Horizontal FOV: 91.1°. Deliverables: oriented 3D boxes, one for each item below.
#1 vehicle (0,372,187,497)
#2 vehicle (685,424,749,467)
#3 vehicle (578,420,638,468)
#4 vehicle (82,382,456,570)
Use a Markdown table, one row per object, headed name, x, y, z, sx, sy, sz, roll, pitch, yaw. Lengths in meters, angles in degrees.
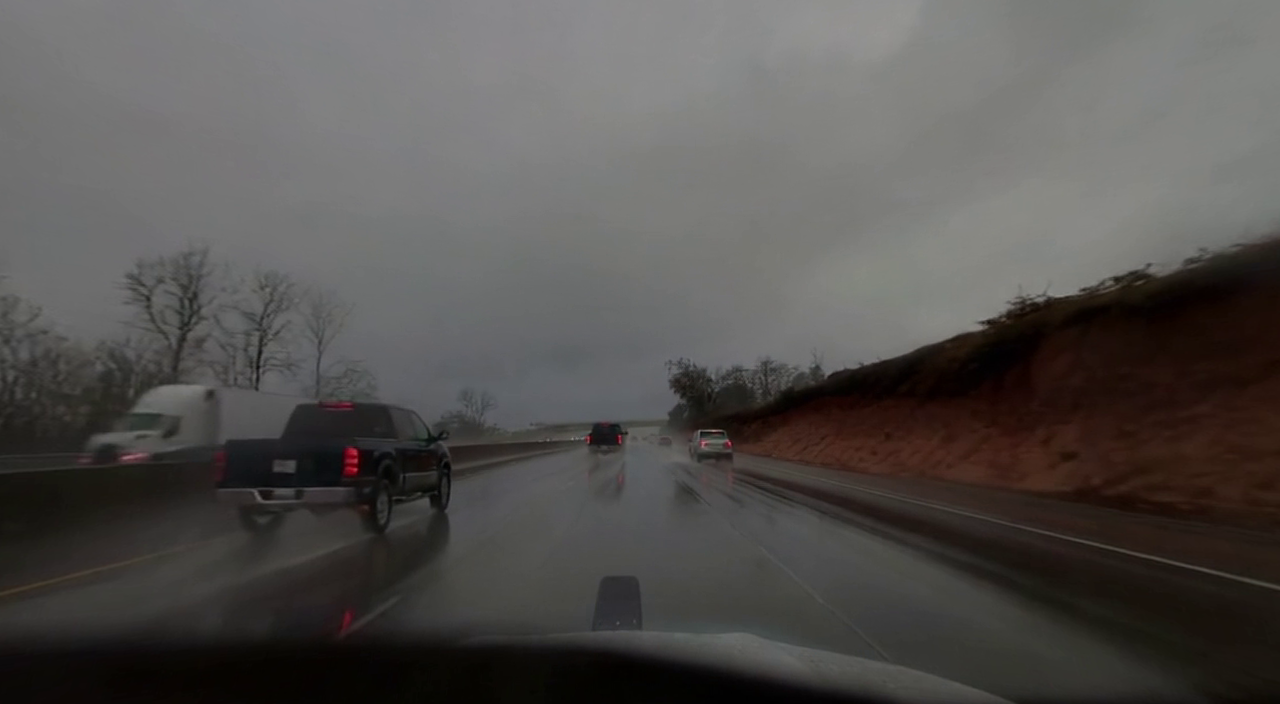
| name | x | y | z | sx | sy | sz | roll | pitch | yaw |
| --- | --- | --- | --- | --- | --- | --- | --- | --- | --- |
| vehicle | -19.685 | 2.926 | 22.453 | 2.935 | 3.893 | 5.232 | 1 | -8 | -1 |
| vehicle | 3.284 | 4.071 | 27.602 | 2.124 | 1.696 | 4.173 | 0 | -8 | -2 |
| vehicle | -1.194 | 3.695 | 25.468 | 2.185 | 1.772 | 4.656 | 0 | -8 | 0 |
| vehicle | -3.974 | 1.404 | 7.899 | 1.997 | 1.663 | 4.451 | 0 | -8 | 0 |
